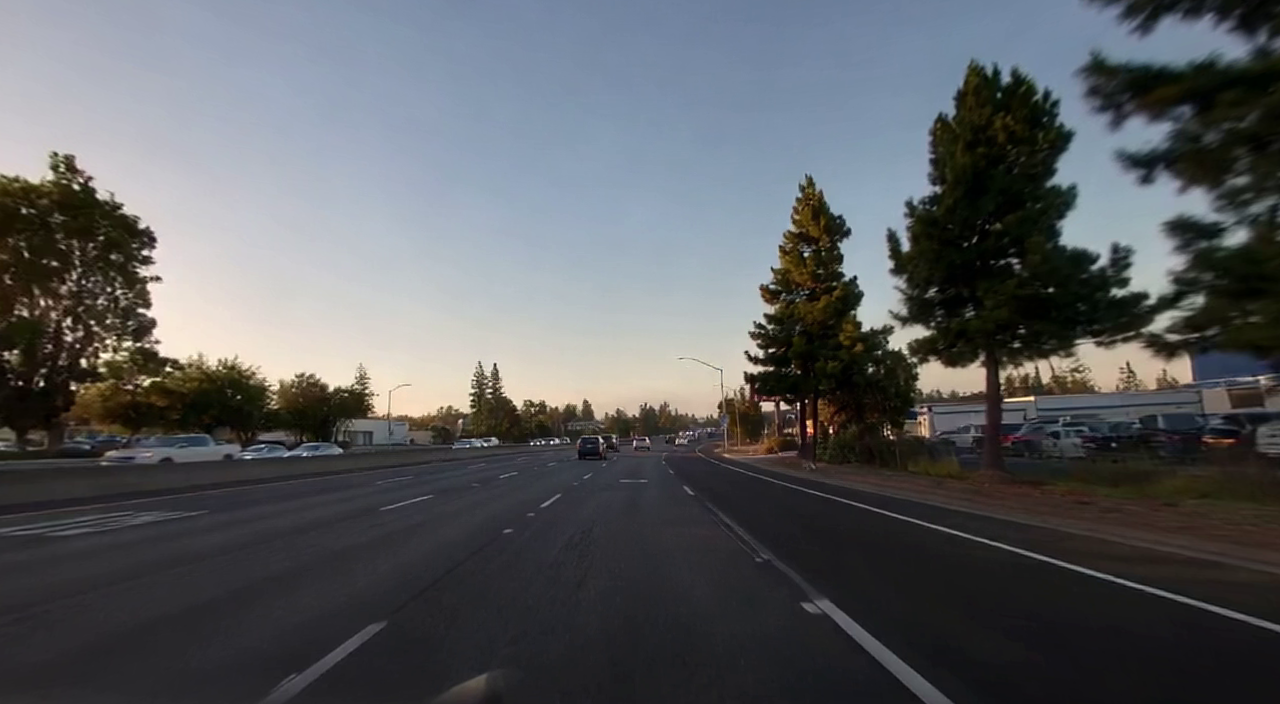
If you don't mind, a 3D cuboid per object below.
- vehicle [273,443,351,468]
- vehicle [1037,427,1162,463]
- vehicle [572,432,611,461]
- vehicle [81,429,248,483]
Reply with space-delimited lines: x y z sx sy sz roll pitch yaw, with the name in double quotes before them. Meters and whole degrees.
"vehicle" -20.441 6.452 39.610 2.174 1.458 4.566 -1 -8 5
"vehicle" 21.577 4.438 29.855 4.503 1.448 1.819 -8 -12 34
"vehicle" -3.180 6.328 42.266 2.139 1.782 4.079 -1 -8 2
"vehicle" -19.513 4.307 26.440 2.437 1.982 5.756 0 -8 1
